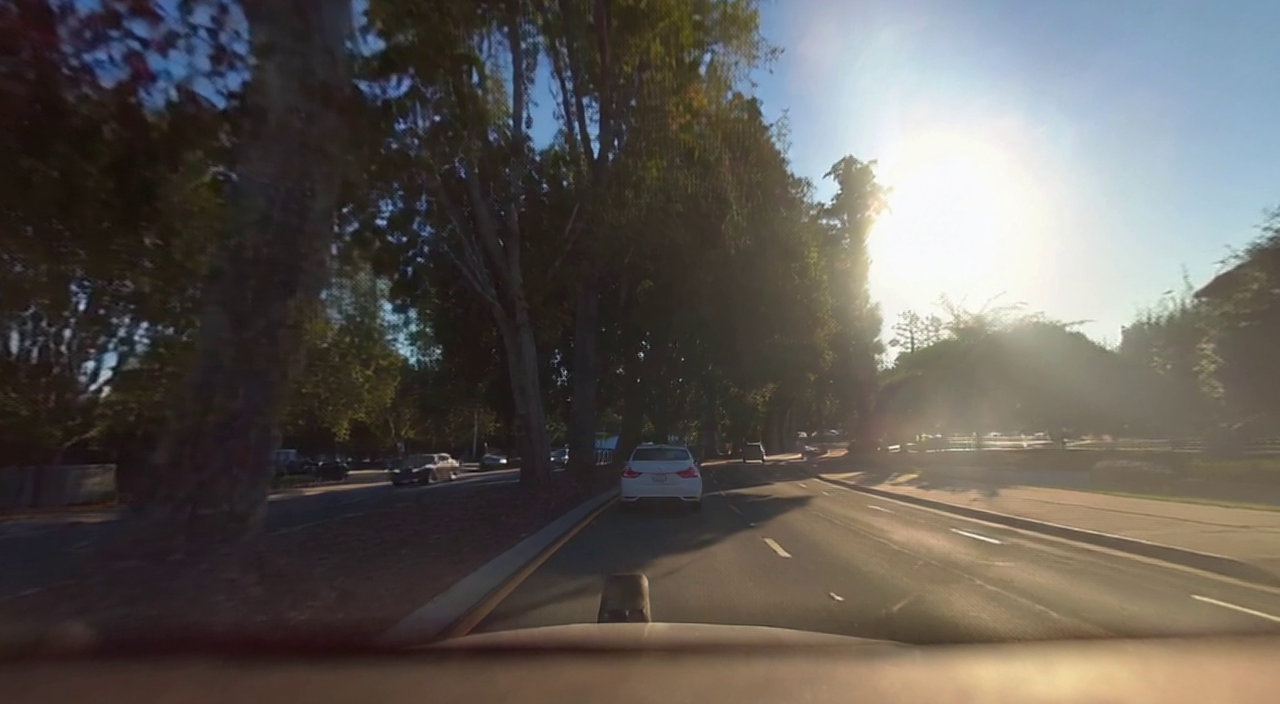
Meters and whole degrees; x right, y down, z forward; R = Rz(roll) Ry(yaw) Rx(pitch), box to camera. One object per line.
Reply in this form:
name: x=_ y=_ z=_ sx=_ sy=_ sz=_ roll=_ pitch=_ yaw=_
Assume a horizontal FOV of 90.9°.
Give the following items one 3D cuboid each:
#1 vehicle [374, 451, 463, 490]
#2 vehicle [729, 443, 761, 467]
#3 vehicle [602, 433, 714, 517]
vehicle: x=-9.488 y=5.105 z=27.491 sx=1.909 sy=1.468 sz=4.597 roll=-1 pitch=-8 yaw=5
vehicle: x=7.076 y=6.964 z=42.737 sx=1.984 sy=1.507 sz=4.359 roll=-1 pitch=-8 yaw=7
vehicle: x=0.466 y=2.662 z=14.138 sx=2.154 sy=1.585 sz=3.997 roll=-1 pitch=-8 yaw=4
